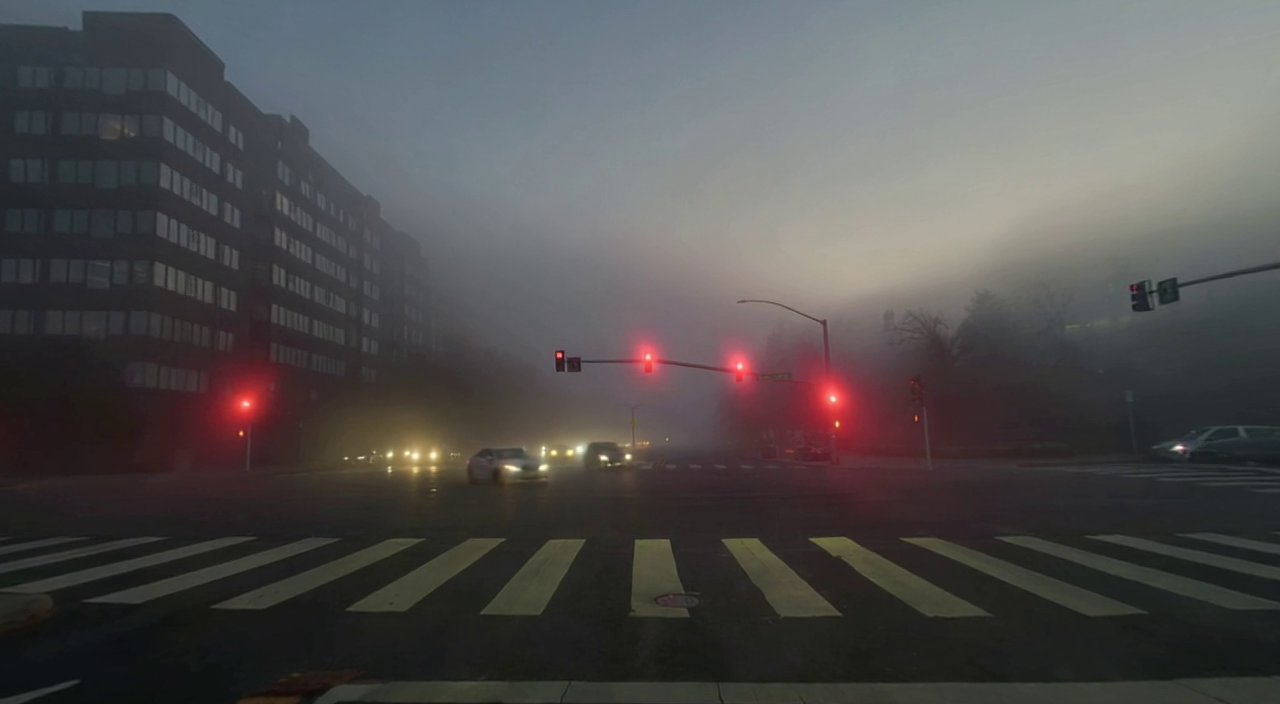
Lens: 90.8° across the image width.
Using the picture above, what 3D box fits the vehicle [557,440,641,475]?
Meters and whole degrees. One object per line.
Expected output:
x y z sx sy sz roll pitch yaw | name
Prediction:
-1.998 4.852 29.171 2.109 1.461 4.637 4 -10 -28 | vehicle

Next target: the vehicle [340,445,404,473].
-18.558 7.408 44.080 2.237 1.842 5.116 0 -9 0 | vehicle

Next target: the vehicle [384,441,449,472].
-15.136 7.121 43.243 2.340 1.946 5.450 -1 -9 1 | vehicle

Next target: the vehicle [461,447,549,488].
-4.911 4.082 22.611 1.910 1.288 4.093 5 -10 -29 | vehicle

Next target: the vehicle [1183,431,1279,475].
22.324 3.559 22.367 4.474 1.477 1.908 0 -9 -3 | vehicle
